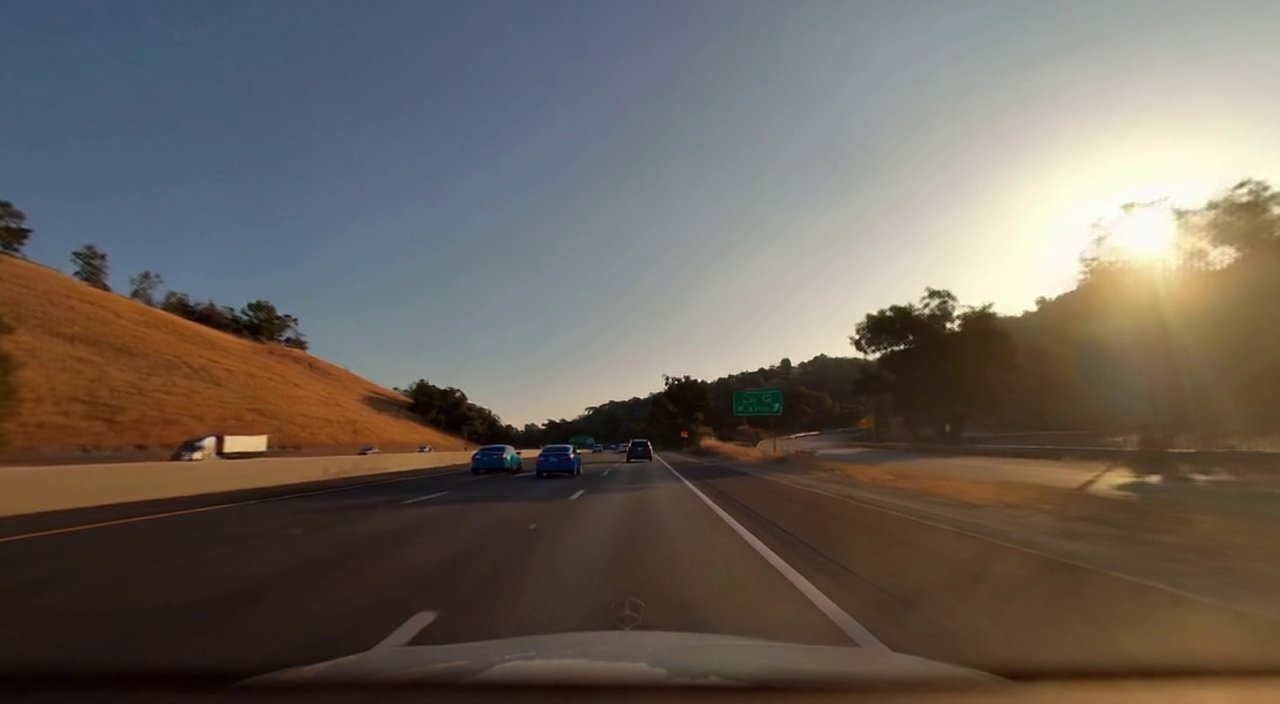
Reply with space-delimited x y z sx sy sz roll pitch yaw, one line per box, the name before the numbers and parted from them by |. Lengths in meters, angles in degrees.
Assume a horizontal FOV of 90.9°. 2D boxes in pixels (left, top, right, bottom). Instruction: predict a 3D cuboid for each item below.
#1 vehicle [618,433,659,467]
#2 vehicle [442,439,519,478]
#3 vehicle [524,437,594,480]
vehicle | -0.073 5.876 37.988 2.309 1.915 5.130 0 -8 0
vehicle | -6.783 4.562 27.346 2.009 1.519 4.697 0 -8 1
vehicle | -3.254 4.399 26.447 2.139 1.589 5.102 0 -8 1
